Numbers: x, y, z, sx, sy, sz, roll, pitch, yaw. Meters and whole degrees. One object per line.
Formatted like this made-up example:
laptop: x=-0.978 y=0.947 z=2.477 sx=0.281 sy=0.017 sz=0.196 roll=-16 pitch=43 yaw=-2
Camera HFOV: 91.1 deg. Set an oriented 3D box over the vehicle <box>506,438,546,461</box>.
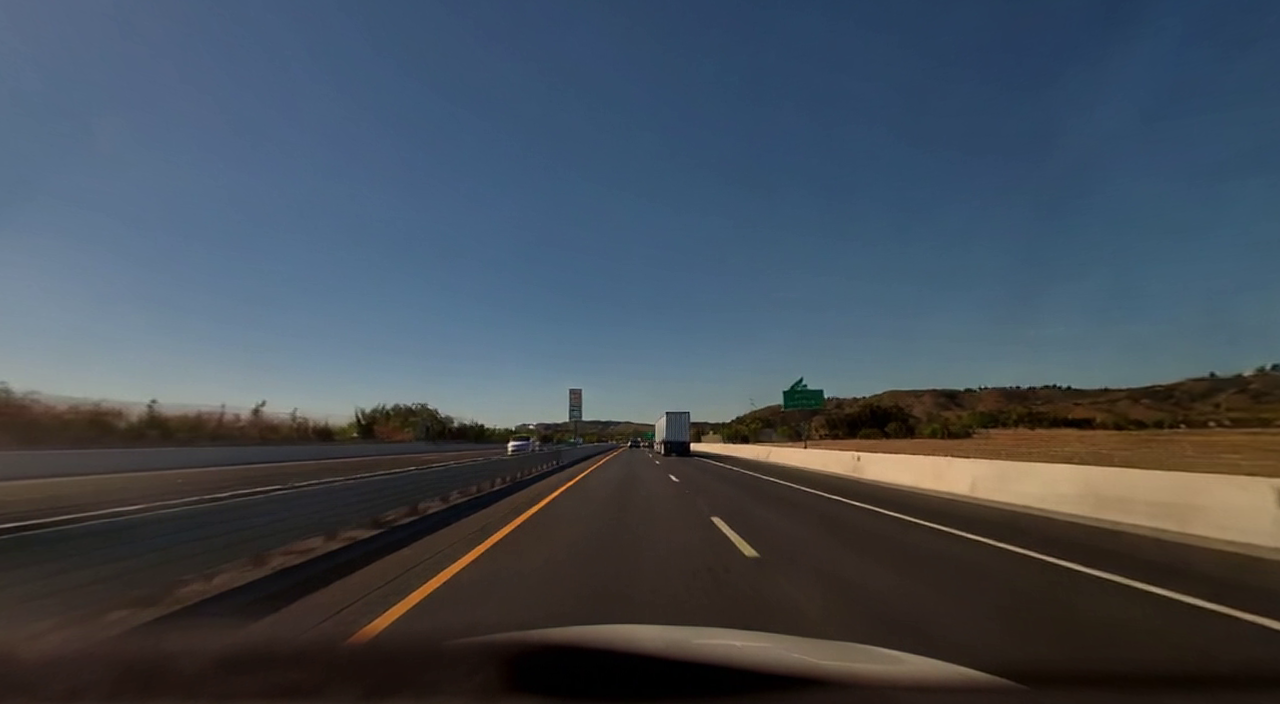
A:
vehicle: x=-8.099 y=6.950 z=45.030 sx=1.932 sy=1.500 sz=4.449 roll=0 pitch=-8 yaw=0
